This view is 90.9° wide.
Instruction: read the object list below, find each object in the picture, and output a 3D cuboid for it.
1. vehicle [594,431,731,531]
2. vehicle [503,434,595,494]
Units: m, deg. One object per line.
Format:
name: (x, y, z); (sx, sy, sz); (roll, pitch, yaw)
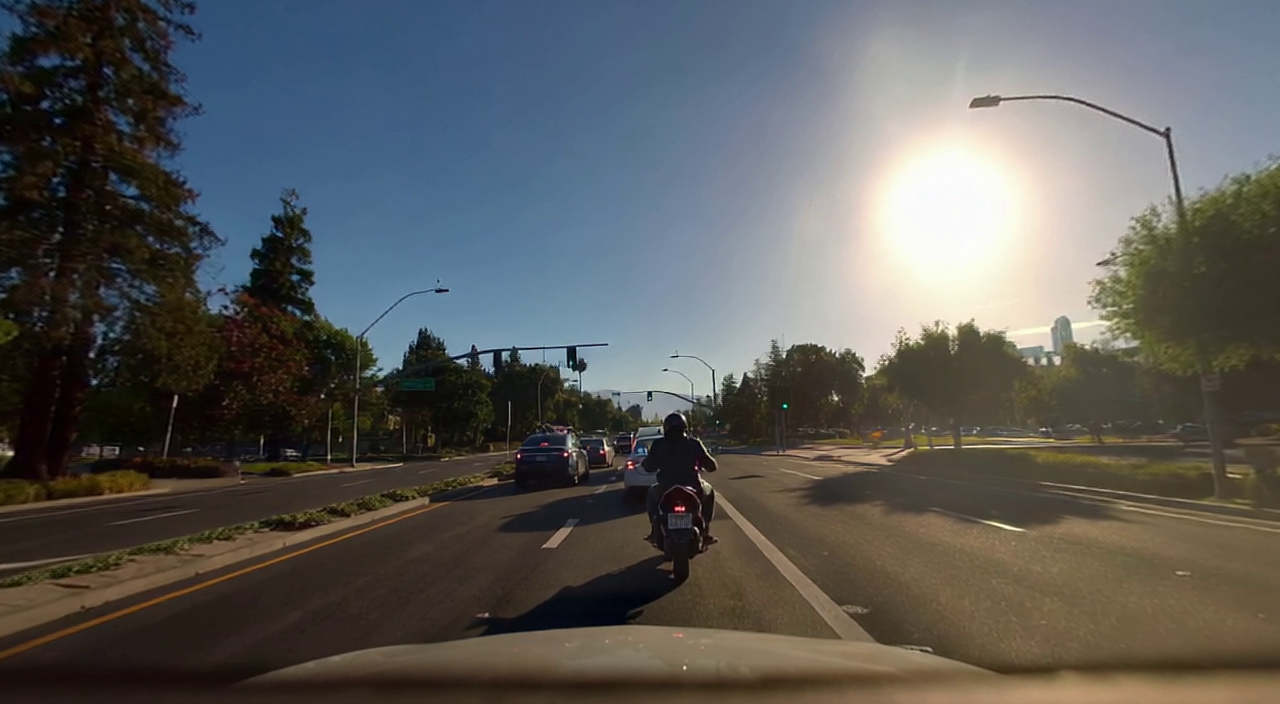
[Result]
vehicle: (0.405, 2.237, 11.611); (2.009, 1.450, 4.608); (-1, -8, 2)
vehicle: (-2.487, 3.169, 18.208); (1.979, 1.499, 3.840); (-1, -8, 2)
